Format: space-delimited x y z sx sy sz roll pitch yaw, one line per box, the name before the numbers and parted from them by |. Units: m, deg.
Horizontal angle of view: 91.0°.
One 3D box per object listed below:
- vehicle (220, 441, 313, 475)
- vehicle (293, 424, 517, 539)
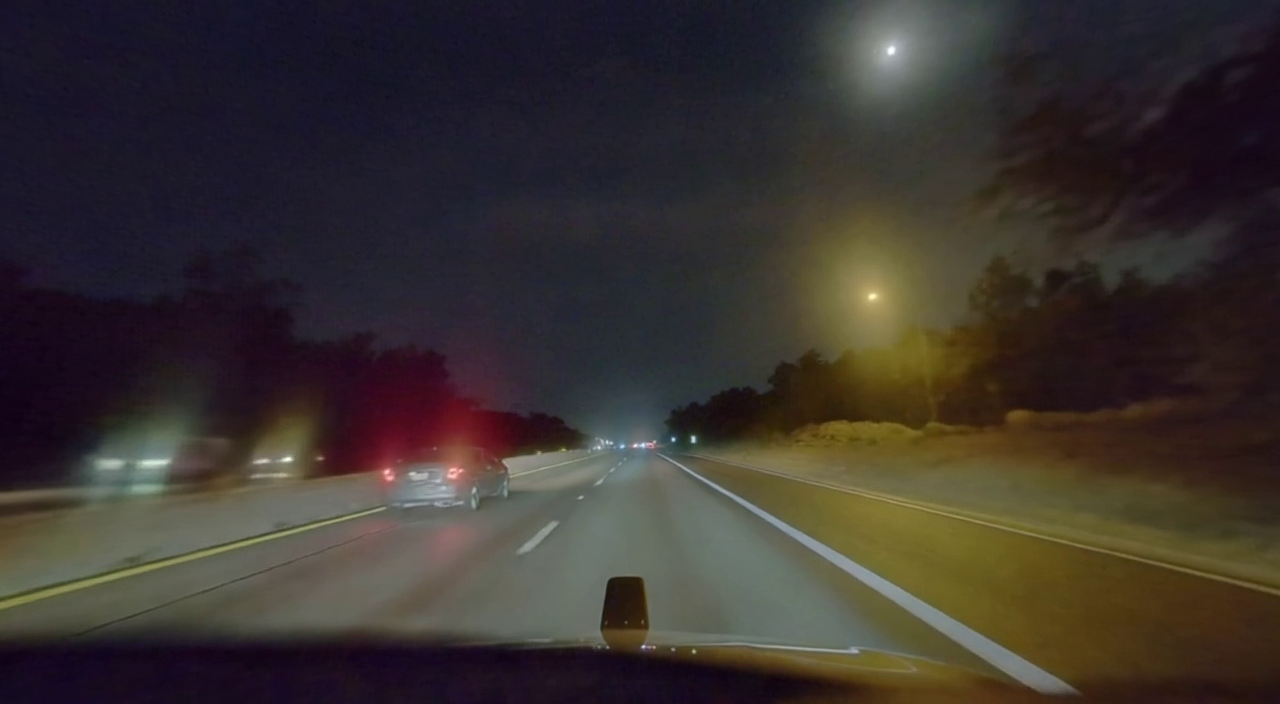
vehicle | -18.459 5.224 31.335 1.895 1.574 4.217 0 -8 3
vehicle | -3.585 2.056 10.641 2.051 1.531 4.250 0 -8 1
